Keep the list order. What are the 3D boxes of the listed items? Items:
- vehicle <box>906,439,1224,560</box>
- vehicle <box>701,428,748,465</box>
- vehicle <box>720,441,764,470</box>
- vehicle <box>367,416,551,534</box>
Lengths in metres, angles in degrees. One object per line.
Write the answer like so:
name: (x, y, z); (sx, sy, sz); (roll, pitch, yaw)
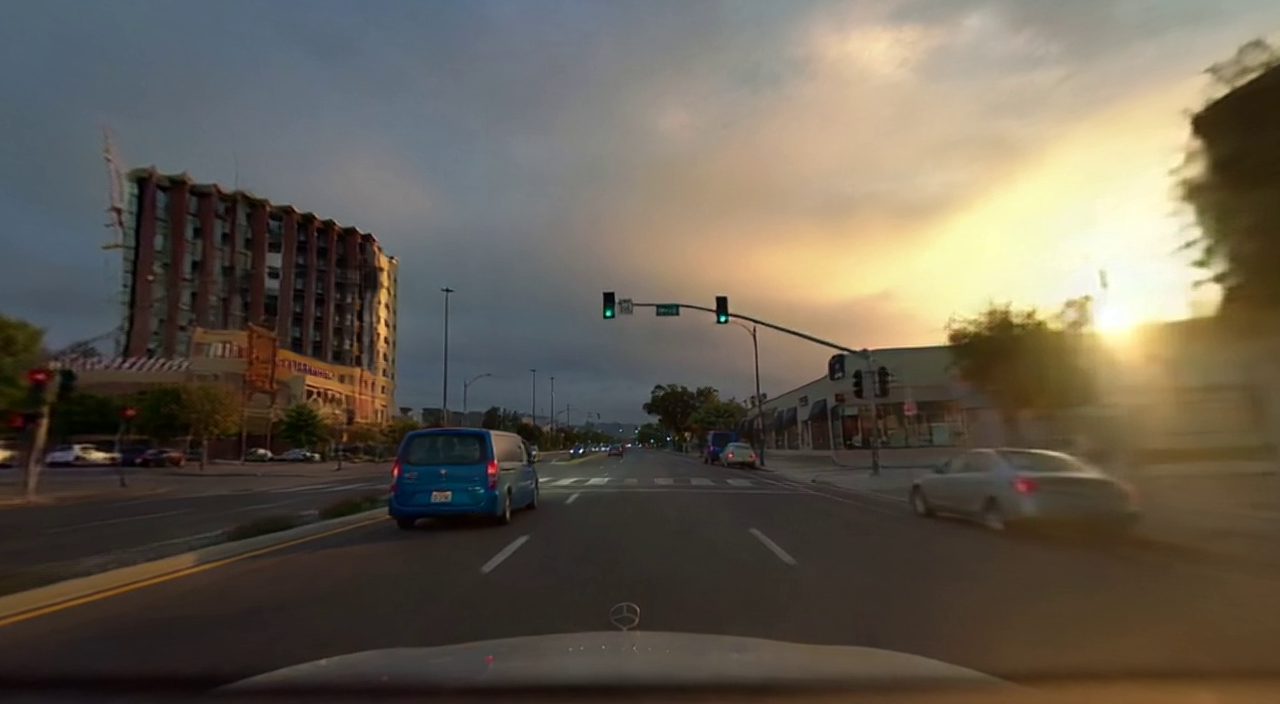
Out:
vehicle: (6.485, 2.246, 10.498); (1.967, 1.534, 4.683); (0, -8, -1)
vehicle: (6.189, 7.042, 47.005); (2.642, 2.582, 6.157); (0, -8, 0)
vehicle: (6.388, 6.536, 39.944); (1.942, 1.753, 4.912); (0, -8, 0)
vehicle: (-2.944, 2.098, 11.210); (2.080, 1.722, 3.766); (0, -8, 1)
